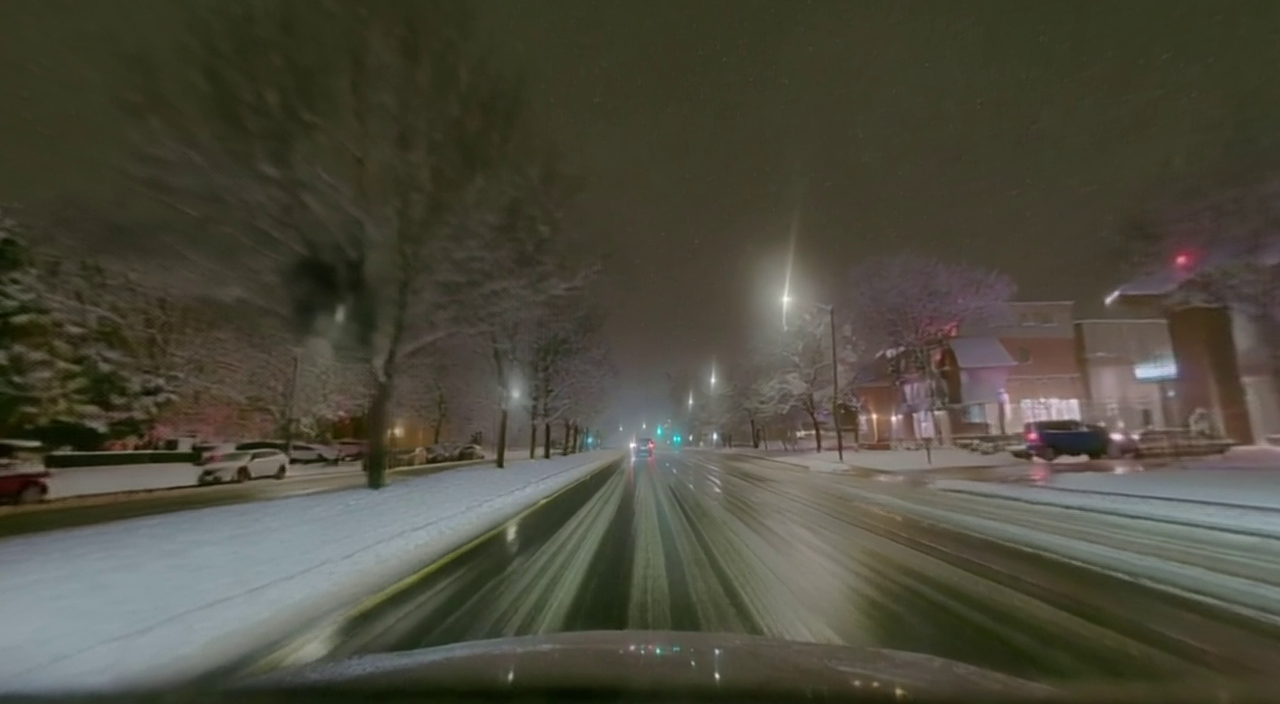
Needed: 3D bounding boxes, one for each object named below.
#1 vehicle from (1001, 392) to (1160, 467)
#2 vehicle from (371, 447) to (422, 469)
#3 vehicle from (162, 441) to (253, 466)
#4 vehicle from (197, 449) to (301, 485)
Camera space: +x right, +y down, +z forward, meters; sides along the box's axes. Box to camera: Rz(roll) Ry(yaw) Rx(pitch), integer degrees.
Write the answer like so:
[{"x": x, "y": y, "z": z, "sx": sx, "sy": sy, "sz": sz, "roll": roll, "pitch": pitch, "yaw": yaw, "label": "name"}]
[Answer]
[{"x": 21.889, "y": 4.001, "z": 31.929, "sx": 3.006, "sy": 3.375, "sz": 6.598, "roll": 0, "pitch": -8, "yaw": -2, "label": "vehicle"}, {"x": -18.652, "y": 8.129, "z": 48.488, "sx": 1.964, "sy": 1.618, "sz": 4.622, "roll": 0, "pitch": -8, "yaw": 1, "label": "vehicle"}, {"x": -27.630, "y": 6.515, "z": 40.403, "sx": 4.336, "sy": 1.560, "sz": 1.980, "roll": 0, "pitch": -8, "yaw": 0, "label": "vehicle"}, {"x": -18.995, "y": 5.561, "z": 30.943, "sx": 1.814, "sy": 1.577, "sz": 5.024, "roll": 0, "pitch": -8, "yaw": 1, "label": "vehicle"}]
